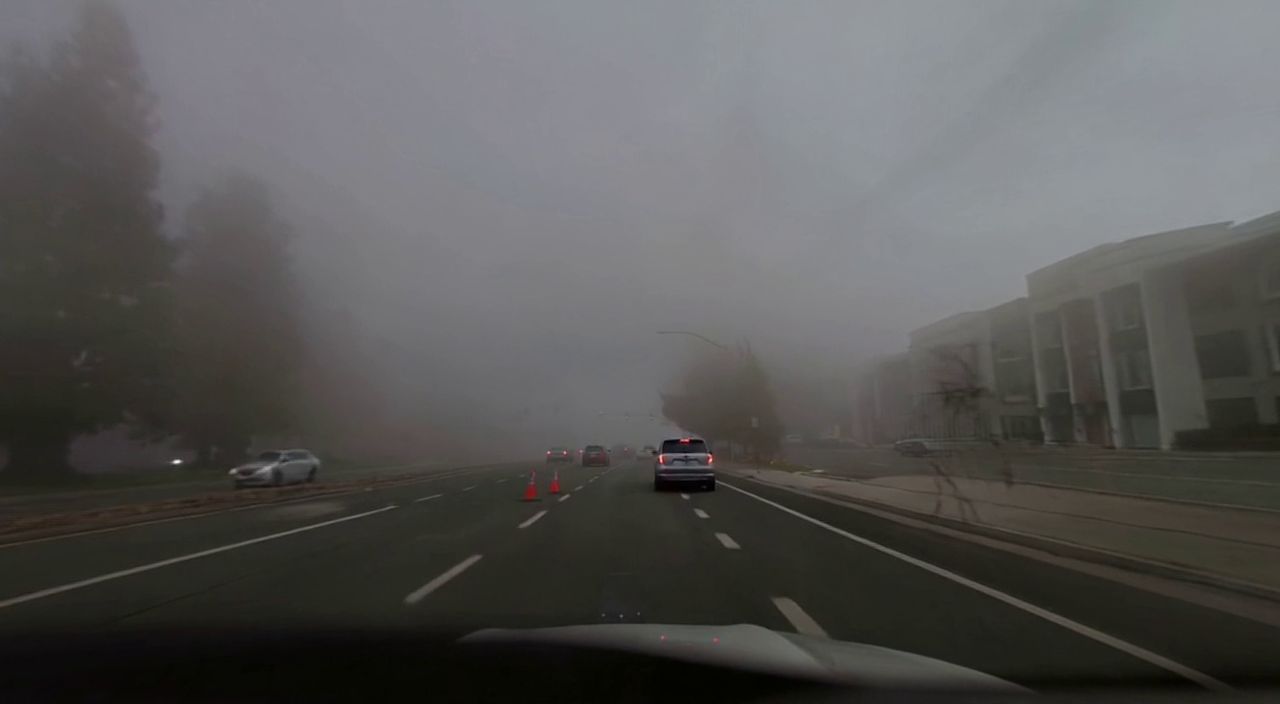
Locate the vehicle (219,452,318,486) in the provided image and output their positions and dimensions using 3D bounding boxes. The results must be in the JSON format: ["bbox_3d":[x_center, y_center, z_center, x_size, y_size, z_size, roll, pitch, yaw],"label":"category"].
[{"bbox_3d":[-18.001,5.661,30.917,1.883,1.494,4.795,0,-8,1],"label":"vehicle"}]

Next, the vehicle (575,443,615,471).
[{"bbox_3d":[-2.793,6.585,39.889,2.121,1.654,3.993,0,-8,1],"label":"vehicle"}]

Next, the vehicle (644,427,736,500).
[{"bbox_3d":[1.269,3.142,18.167,2.197,1.835,4.316,0,-8,-1],"label":"vehicle"}]
